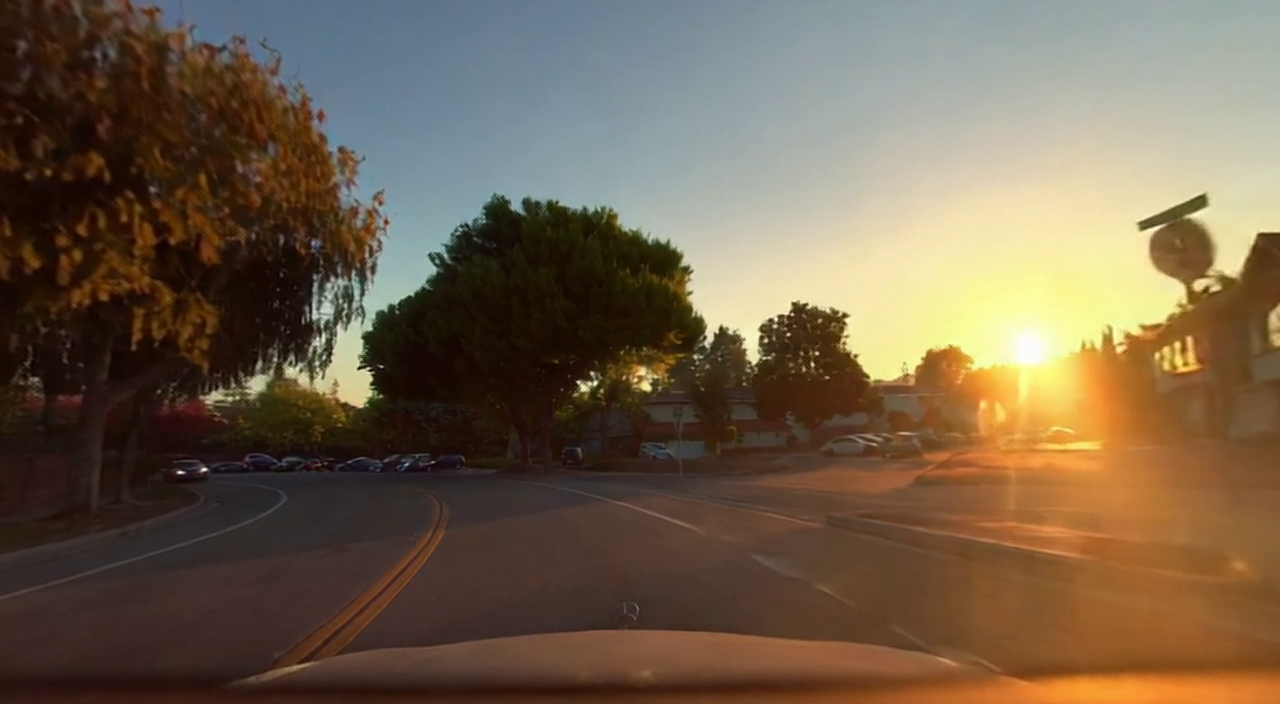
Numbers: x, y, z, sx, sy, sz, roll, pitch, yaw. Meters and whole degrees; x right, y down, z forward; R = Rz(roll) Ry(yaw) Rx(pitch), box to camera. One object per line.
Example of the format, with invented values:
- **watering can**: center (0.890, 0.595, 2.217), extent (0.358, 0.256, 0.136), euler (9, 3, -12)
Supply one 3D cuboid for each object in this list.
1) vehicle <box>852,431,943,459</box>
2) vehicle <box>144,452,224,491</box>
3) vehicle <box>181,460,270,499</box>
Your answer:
- **vehicle**: center (14.383, 5.237, 35.575), extent (4.462, 1.474, 1.765), euler (-2, -9, 13)
- **vehicle**: center (-25.326, 6.553, 35.018), extent (4.946, 1.537, 2.206), euler (-2, -6, 38)
- **vehicle**: center (-18.293, 5.453, 27.648), extent (2.772, 1.161, 7.241), euler (2, -8, -37)
